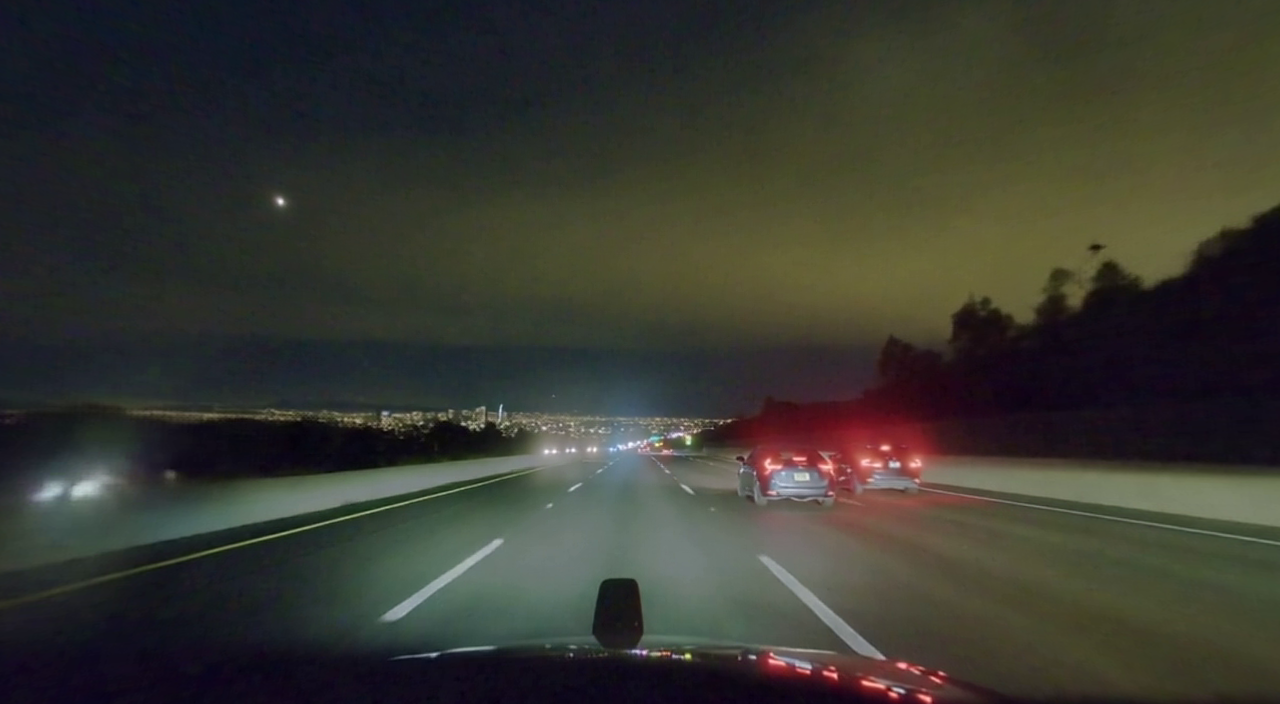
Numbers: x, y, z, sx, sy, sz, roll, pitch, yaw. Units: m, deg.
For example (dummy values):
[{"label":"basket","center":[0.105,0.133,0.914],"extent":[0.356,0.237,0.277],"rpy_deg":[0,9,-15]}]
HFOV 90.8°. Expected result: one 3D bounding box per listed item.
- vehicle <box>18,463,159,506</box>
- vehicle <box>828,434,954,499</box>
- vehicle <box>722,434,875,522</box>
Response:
[{"label":"vehicle","center":[-22.926,5.489,26.498],"extent":[1.845,1.496,4.380],"rpy_deg":[0,-8,2]},{"label":"vehicle","center":[6.871,3.150,17.780],"extent":[1.856,1.592,3.920],"rpy_deg":[0,-8,-1]},{"label":"vehicle","center":[3.104,2.576,13.516],"extent":[1.982,1.533,4.612],"rpy_deg":[0,-8,-1]}]
